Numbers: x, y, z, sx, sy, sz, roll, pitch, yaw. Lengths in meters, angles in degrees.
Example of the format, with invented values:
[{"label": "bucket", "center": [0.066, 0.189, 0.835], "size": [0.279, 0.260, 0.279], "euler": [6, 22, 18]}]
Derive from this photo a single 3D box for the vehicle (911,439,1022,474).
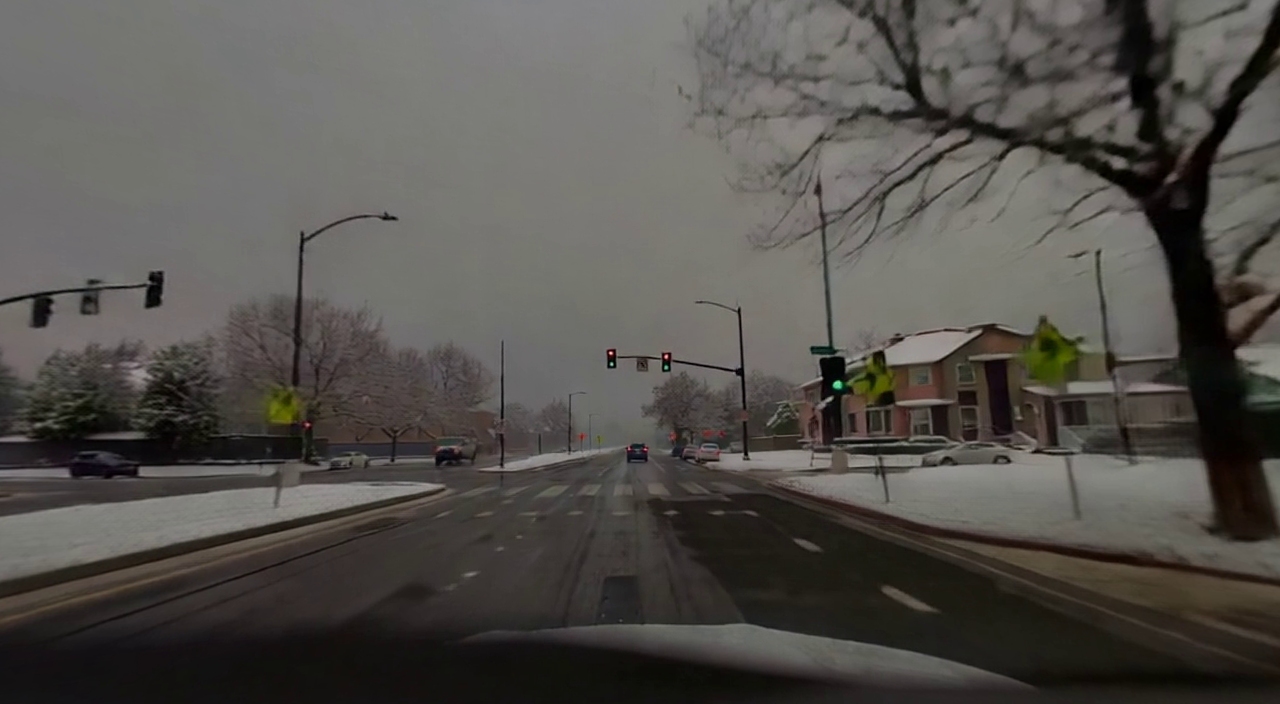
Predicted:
[{"label": "vehicle", "center": [16.812, 5.400, 32.675], "size": [4.561, 1.723, 2.030], "euler": [0, -9, -5]}]
